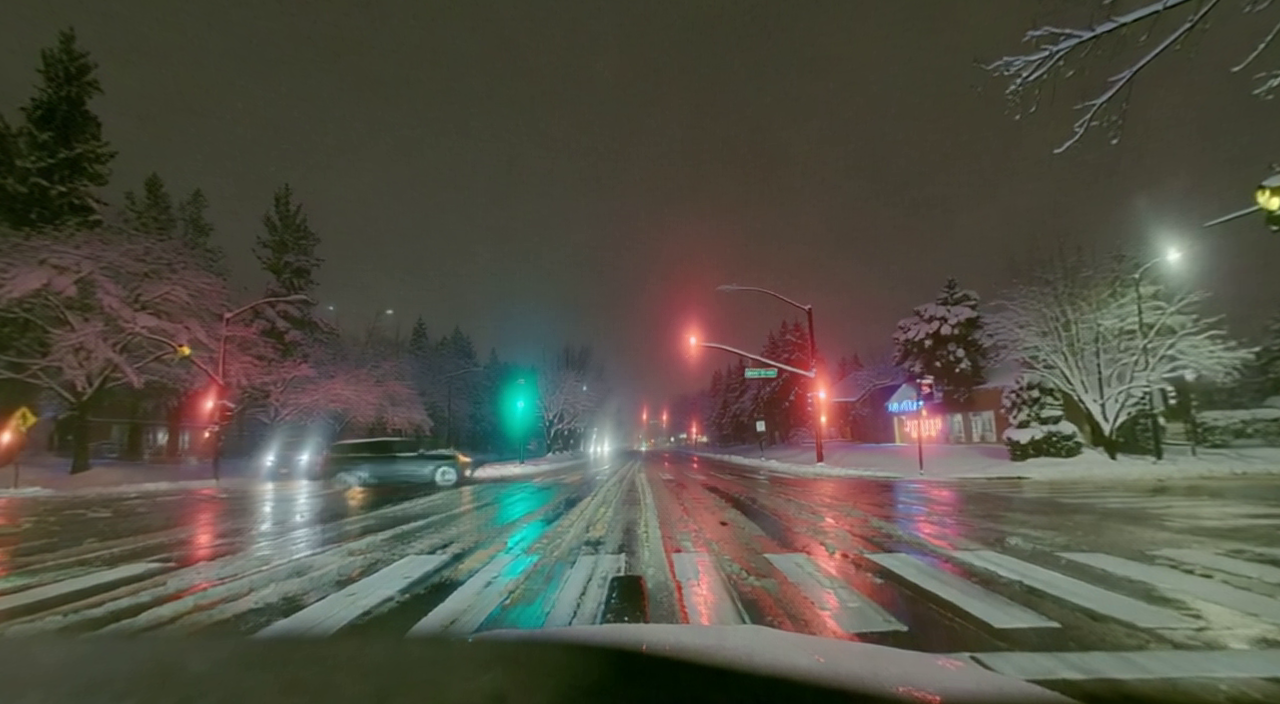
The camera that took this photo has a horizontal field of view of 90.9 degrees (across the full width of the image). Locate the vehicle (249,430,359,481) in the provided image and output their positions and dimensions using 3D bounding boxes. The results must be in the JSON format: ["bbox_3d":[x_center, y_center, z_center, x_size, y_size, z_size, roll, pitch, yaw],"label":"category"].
[{"bbox_3d":[-18.529,5.735,35.237,2.557,2.580,5.856,-1,-8,4],"label":"vehicle"}]

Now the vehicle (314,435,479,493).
[{"bbox_3d":[-7.878,3.571,20.531,4.569,1.658,2.153,5,-10,-33],"label":"vehicle"}]
